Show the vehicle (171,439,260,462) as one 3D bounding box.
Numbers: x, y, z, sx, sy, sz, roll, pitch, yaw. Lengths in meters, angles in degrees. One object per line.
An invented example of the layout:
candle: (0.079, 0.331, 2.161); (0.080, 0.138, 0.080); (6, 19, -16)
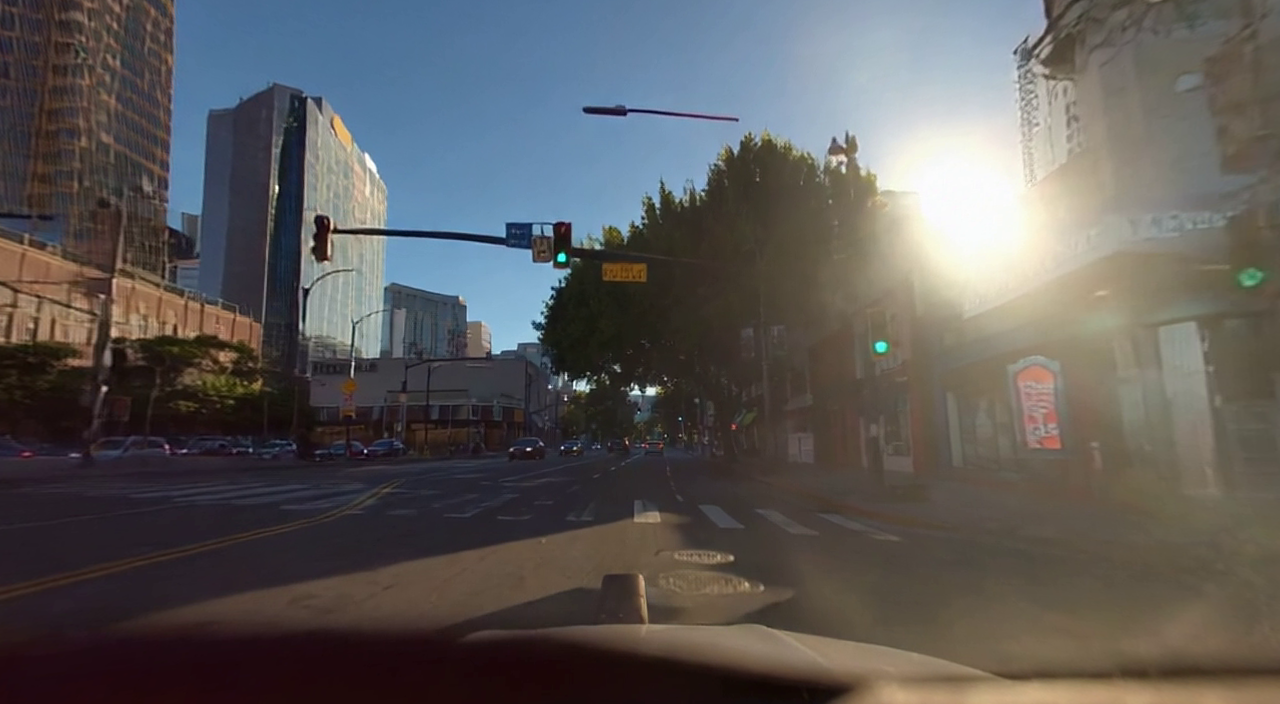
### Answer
vehicle: (-28.090, 6.543, 41.988); (1.755, 1.445, 4.485); (-4, -10, 30)

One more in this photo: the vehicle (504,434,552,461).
vehicle: (-8.055, 6.955, 45.967); (2.281, 1.834, 4.736); (0, -9, 4)

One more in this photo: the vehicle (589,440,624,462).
vehicle: (-2.329, 7.030, 44.818); (1.962, 1.420, 4.021); (0, -9, 5)

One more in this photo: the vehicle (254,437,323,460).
vehicle: (-27.560, 7.583, 49.642); (1.969, 1.636, 4.136); (-4, -10, 30)

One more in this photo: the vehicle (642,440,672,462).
vehicle: (1.315, 7.583, 48.574); (2.168, 1.545, 4.047); (1, -9, 1)

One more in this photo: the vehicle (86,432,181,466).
vehicle: (-28.236, 5.408, 35.317); (1.643, 1.755, 3.666); (-4, -9, 34)
